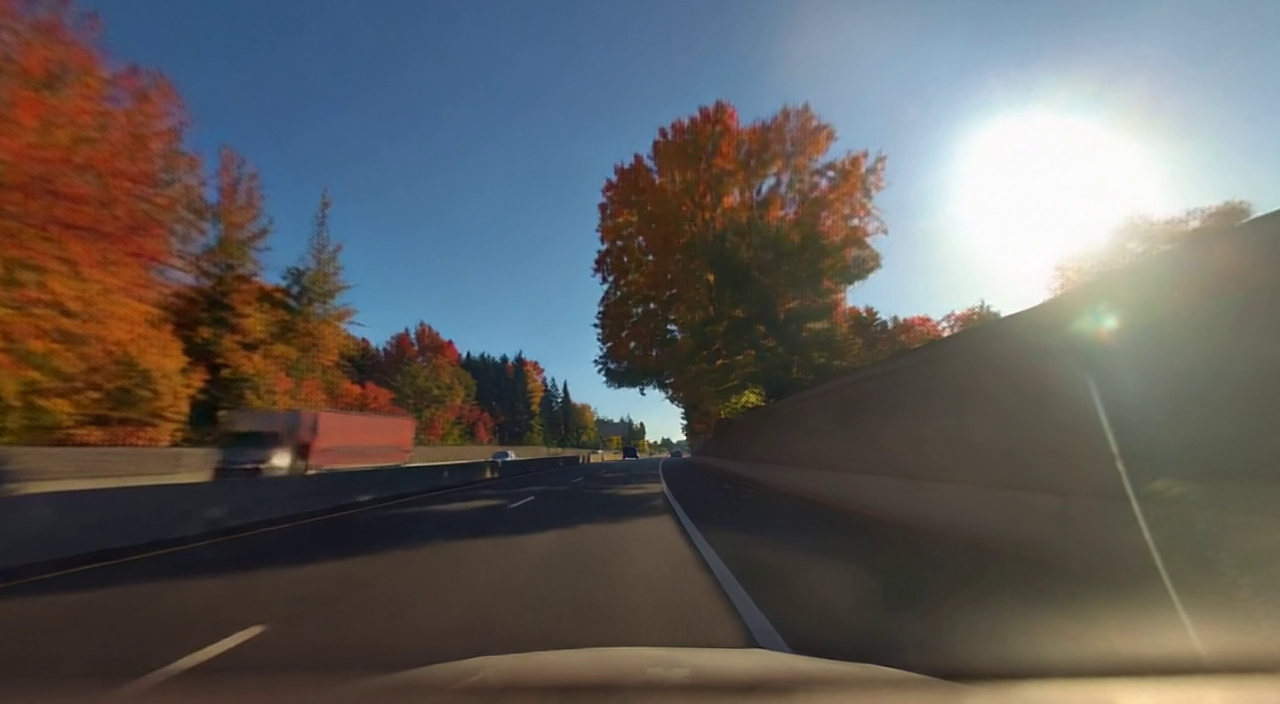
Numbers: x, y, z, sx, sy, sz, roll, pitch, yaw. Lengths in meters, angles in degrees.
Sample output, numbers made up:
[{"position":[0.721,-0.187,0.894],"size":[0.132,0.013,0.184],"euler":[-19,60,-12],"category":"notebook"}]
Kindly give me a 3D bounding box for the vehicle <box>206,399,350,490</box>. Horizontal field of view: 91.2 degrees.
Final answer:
[{"position":[-18.018,4.715,31.884],"size":[3.013,4.047,6.923],"euler":[0,-9,0],"category":"vehicle"}]
